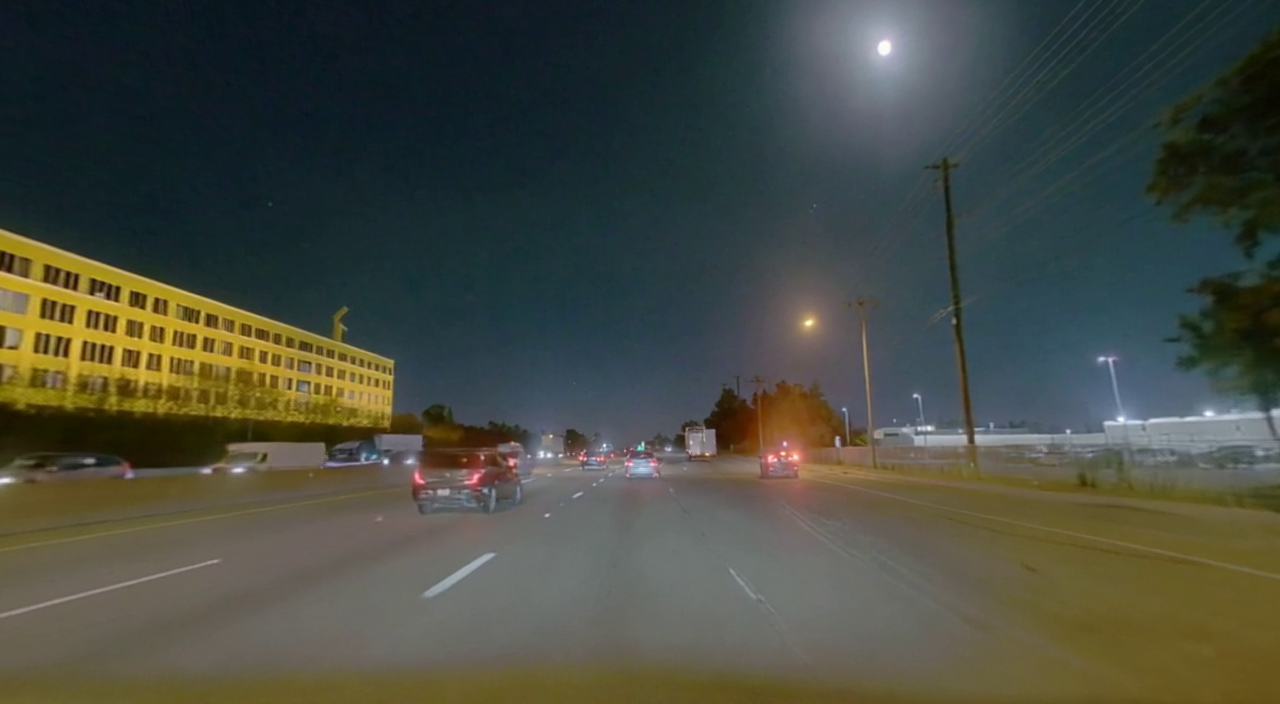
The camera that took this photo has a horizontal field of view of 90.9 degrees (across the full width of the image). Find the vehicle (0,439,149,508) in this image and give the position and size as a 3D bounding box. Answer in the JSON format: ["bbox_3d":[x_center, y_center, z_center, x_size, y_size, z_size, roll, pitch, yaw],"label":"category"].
[{"bbox_3d":[-16.471,3.264,17.395,2.017,1.664,4.715,0,-8,0],"label":"vehicle"}]

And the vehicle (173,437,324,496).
[{"bbox_3d":[-12.743,3.739,20.974,2.037,1.712,4.530,-1,-8,1],"label":"vehicle"}]

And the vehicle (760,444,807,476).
[{"bbox_3d":[8.792,6.648,39.077,2.106,1.817,4.845,-1,-8,4],"label":"vehicle"}]

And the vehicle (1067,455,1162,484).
[{"bbox_3d":[27.802,6.867,37.133,1.820,1.512,4.294,1,-9,-9],"label":"vehicle"}]

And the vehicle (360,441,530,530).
[{"bbox_3d":[-3.810,2.671,13.345,2.059,1.508,4.662,-1,-8,1],"label":"vehicle"}]

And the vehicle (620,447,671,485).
[{"bbox_3d":[0.243,5.034,28.160,2.107,1.538,3.999,-1,-8,0],"label":"vehicle"}]

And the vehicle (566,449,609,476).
[{"bbox_3d":[-3.114,6.636,37.976,2.034,1.466,4.363,-1,-8,3],"label":"vehicle"}]
